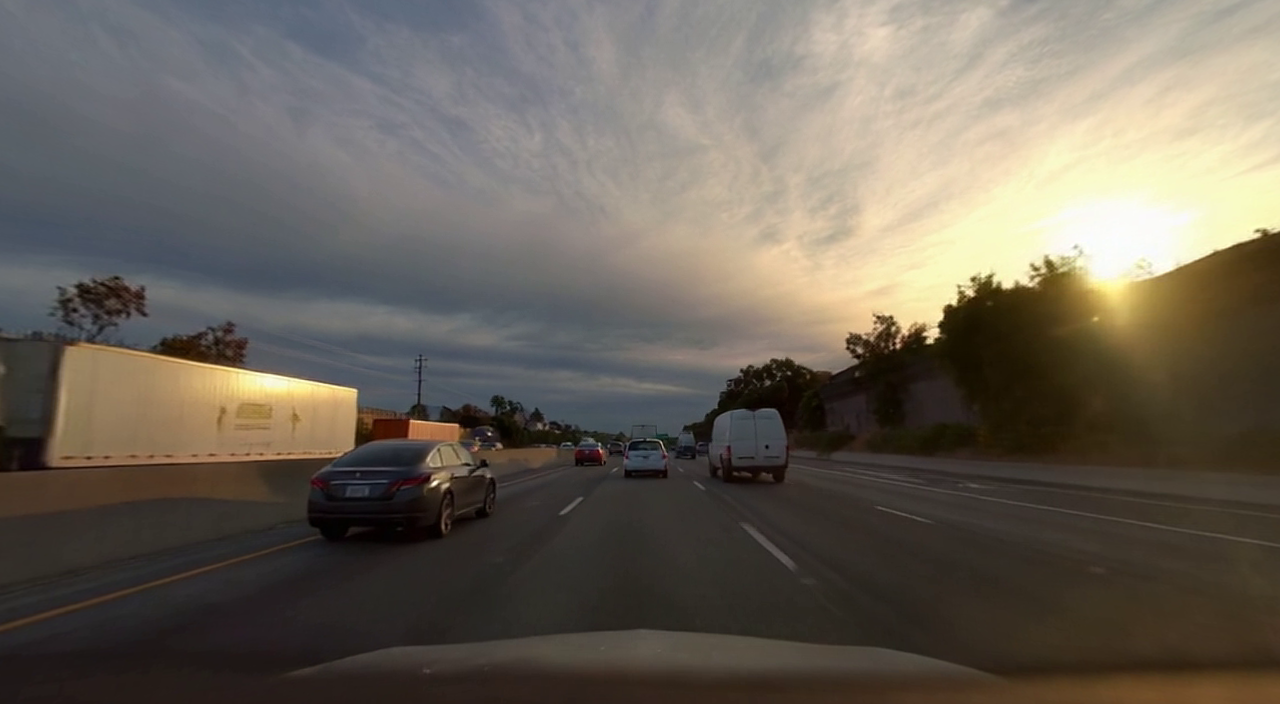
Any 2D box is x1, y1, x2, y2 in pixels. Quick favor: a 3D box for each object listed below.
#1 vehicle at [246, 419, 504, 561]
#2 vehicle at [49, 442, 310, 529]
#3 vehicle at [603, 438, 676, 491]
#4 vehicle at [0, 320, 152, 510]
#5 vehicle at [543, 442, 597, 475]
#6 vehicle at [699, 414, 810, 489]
[{"bbox_3d":[-3.497,1.900,9.382,1.956,1.602,4.258,0,-9,0],"label":"vehicle"},{"bbox_3d":[-9.022,2.604,12.996,1.937,1.450,4.569,0,-9,0],"label":"vehicle"},{"bbox_3d":[-0.034,3.464,19.742,2.053,1.461,3.941,0,-9,0],"label":"vehicle"},{"bbox_3d":[-15.269,1.297,13.084,3.043,4.038,8.794,0,-9,0],"label":"vehicle"},{"bbox_3d":[-3.299,5.094,30.402,2.062,1.459,4.365,0,-9,1],"label":"vehicle"},{"bbox_3d":[3.499,3.232,20.611,2.460,2.086,5.576,0,-9,-1],"label":"vehicle"}]
